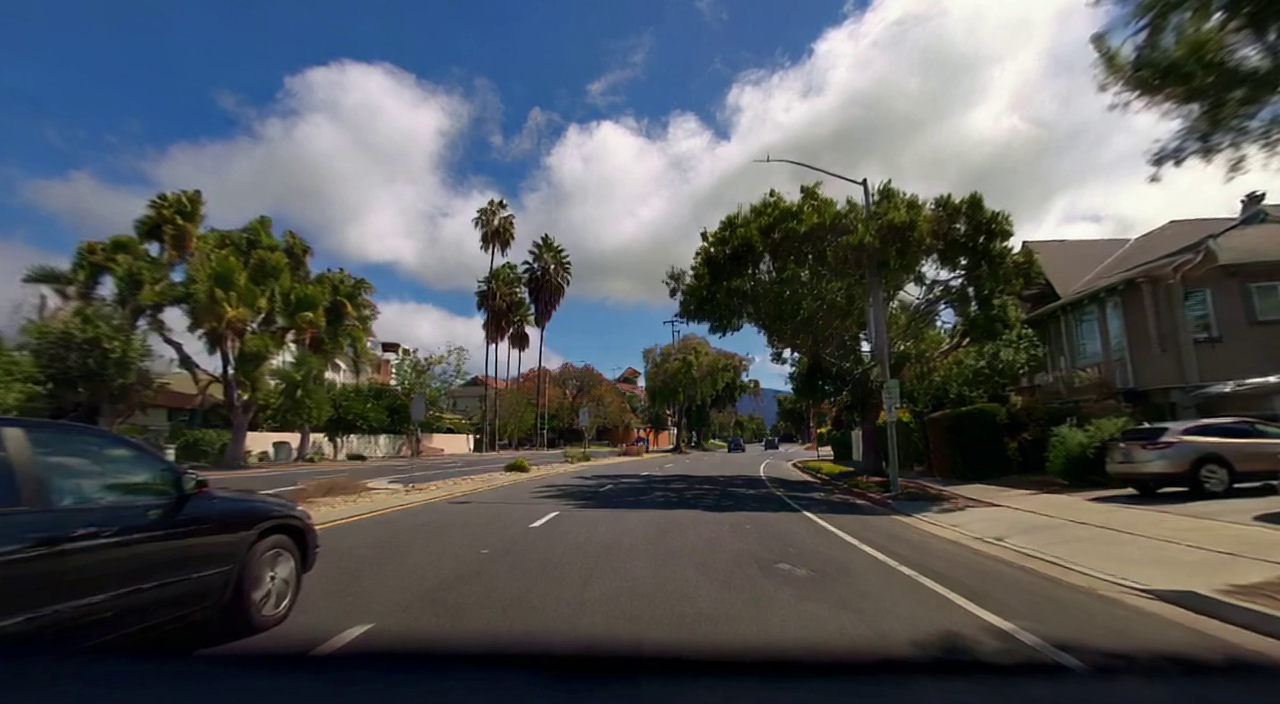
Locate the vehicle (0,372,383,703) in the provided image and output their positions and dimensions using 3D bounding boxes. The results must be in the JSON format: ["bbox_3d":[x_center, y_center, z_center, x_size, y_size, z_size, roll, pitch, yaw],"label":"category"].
[{"bbox_3d":[-3.486,0.966,3.333,2.075,1.498,4.730,0,-9,3],"label":"vehicle"}]

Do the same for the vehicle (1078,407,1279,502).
[{"bbox_3d":[12.220,2.099,13.040,4.620,1.782,2.139,0,-9,2],"label":"vehicle"}]
